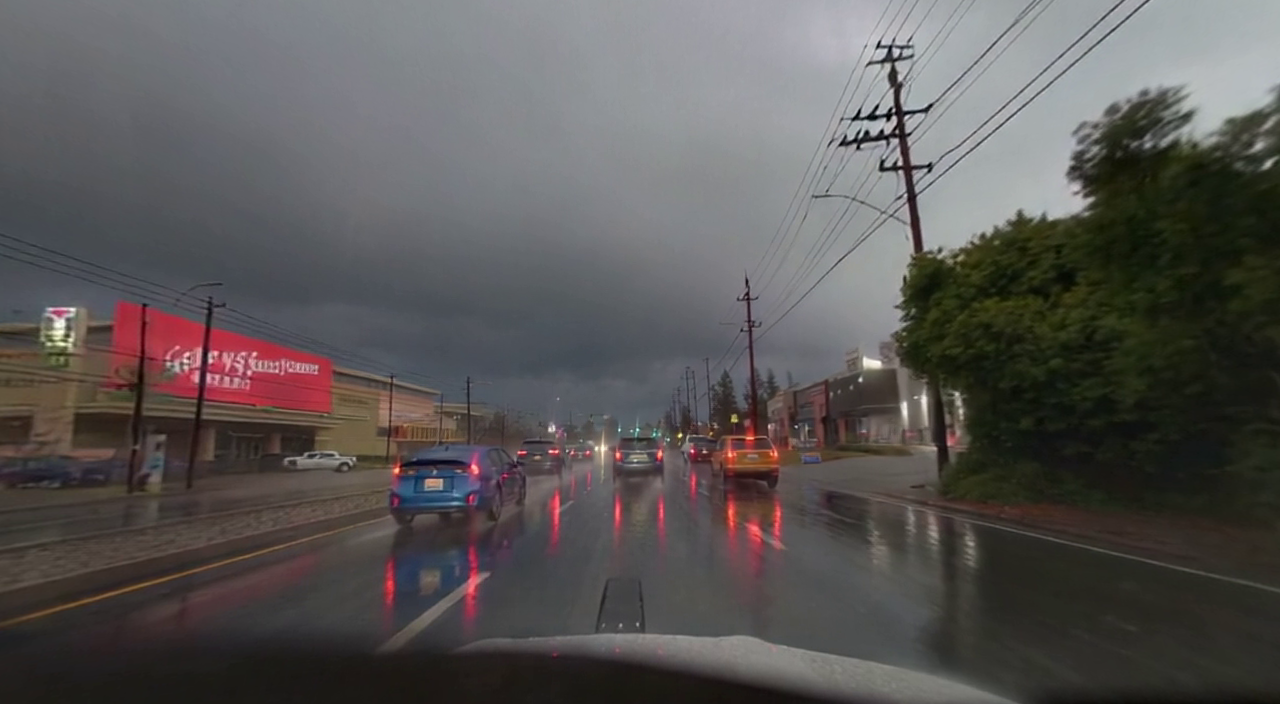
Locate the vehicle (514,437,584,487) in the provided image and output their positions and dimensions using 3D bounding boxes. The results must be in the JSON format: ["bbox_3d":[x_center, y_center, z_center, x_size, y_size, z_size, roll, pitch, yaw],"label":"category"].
[{"bbox_3d":[-3.279,4.044,23.605,2.051,1.671,3.861,0,-8,0],"label":"vehicle"}]

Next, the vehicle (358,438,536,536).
[{"bbox_3d":[-3.384,2.431,12.152,2.022,1.498,4.471,0,-8,0],"label":"vehicle"}]

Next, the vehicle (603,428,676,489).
[{"bbox_3d":[-0.041,3.737,22.511,2.326,1.925,4.253,0,-8,0],"label":"vehicle"}]

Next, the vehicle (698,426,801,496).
[{"bbox_3d":[3.279,3.384,20.064,2.282,1.897,4.915,0,-8,-1],"label":"vehicle"}]
